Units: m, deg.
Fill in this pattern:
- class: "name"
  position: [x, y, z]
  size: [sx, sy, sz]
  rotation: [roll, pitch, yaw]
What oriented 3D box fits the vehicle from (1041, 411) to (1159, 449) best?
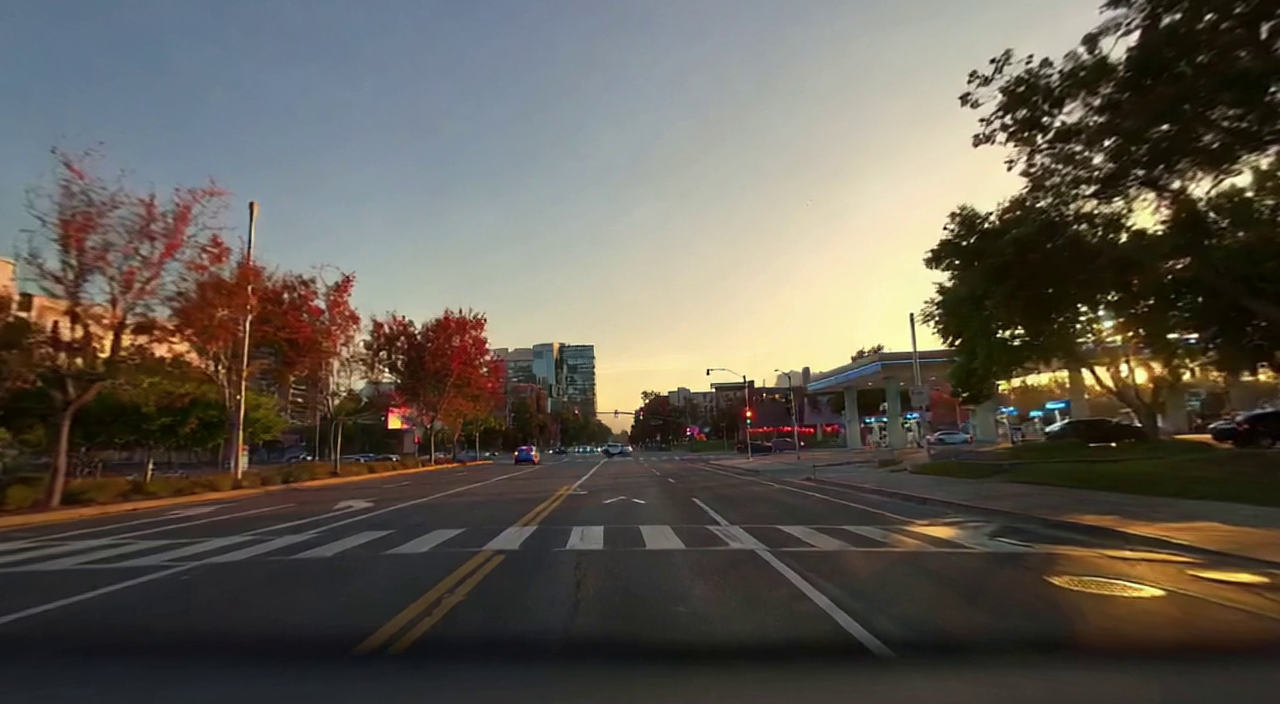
- class: "vehicle"
  position: [22.539, 3.865, 30.945]
  size: [4.230, 1.590, 1.877]
  rotation: [-3, -8, -1]
